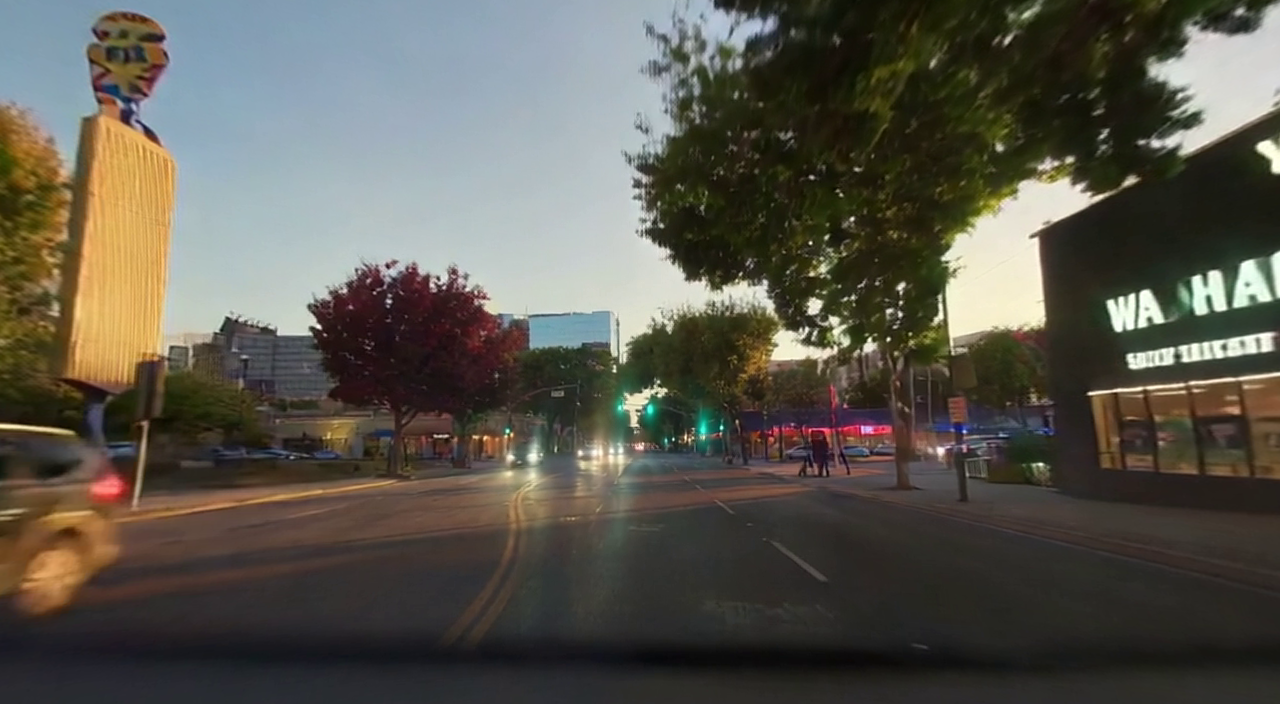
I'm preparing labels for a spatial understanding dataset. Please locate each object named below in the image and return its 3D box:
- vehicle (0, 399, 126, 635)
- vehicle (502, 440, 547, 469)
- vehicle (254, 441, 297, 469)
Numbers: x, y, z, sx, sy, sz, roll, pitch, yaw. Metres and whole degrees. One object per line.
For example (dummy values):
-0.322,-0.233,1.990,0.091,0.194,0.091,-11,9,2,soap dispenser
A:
-5.752,1.047,3.484,2.055,1.714,4.374,0,-8,1,vehicle
-8.159,7.265,44.947,2.242,1.919,4.922,0,-8,1,vehicle
-26.142,7.324,45.094,2.099,1.901,4.832,6,-10,-35,vehicle
